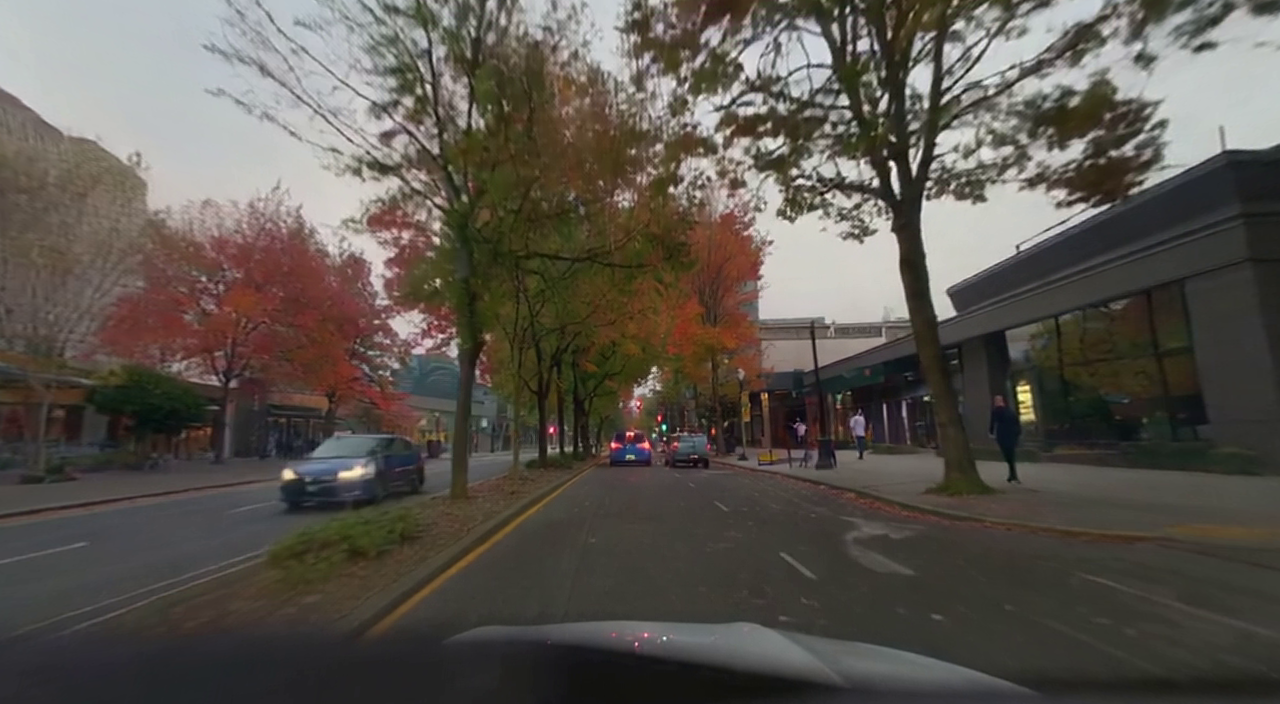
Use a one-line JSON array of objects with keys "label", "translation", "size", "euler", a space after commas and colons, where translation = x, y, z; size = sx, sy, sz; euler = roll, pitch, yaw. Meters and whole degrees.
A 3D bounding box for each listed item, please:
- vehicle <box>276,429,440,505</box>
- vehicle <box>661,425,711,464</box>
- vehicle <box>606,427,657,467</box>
[{"label": "vehicle", "translation": [-6.341, 2.598, 14.839], "size": [2.121, 1.489, 4.430], "euler": [1, -8, -5]}, {"label": "vehicle", "translation": [2.430, 5.016, 34.274], "size": [2.147, 1.968, 4.478], "euler": [1, -8, -3]}, {"label": "vehicle", "translation": [-0.442, 4.491, 29.908], "size": [2.274, 1.736, 4.083], "euler": [0, -8, -2]}]
